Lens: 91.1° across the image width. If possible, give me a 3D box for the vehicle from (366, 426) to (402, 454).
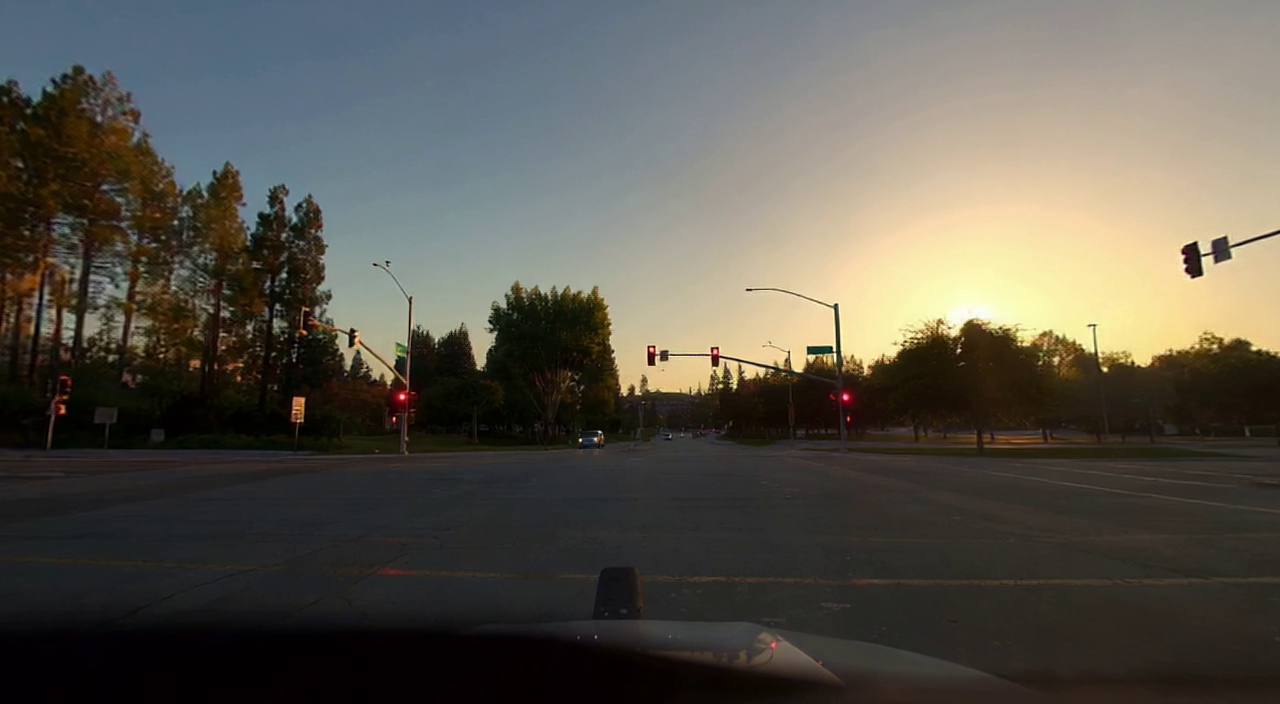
[{"bbox_3d":[-19.986,6.842,48.882,1.873,2.079,2.879,6,-10,-35],"label":"vehicle"}]
